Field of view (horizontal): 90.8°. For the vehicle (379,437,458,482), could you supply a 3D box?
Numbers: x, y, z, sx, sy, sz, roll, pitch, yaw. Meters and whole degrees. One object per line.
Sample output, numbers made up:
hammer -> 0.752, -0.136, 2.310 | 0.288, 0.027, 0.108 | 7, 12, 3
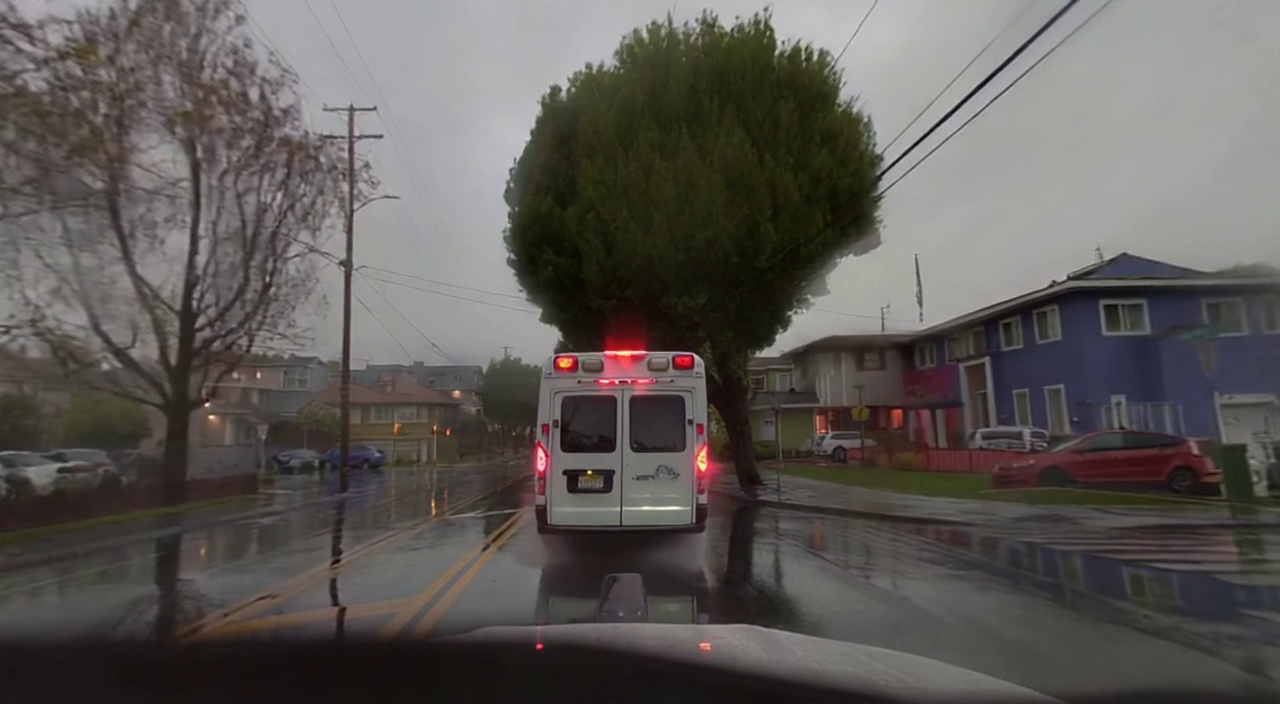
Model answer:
vehicle -> -9.977, 4.745, 28.225 | 2.290, 1.776, 4.947 | 5, -10, -31

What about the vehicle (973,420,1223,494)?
vehicle -> 13.029, 3.042, 18.450 | 5.270, 1.966, 2.329 | -2, -9, 11

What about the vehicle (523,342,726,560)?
vehicle -> -0.203, 1.586, 10.492 | 2.444, 2.640, 5.482 | 0, -8, 0

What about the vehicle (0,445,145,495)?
vehicle -> -18.950, 3.755, 20.284 | 4.412, 1.468, 1.914 | 0, -8, -3

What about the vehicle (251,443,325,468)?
vehicle -> -26.099, 7.656, 47.009 | 4.616, 1.738, 1.974 | 4, -9, -25

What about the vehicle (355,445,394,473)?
vehicle -> -15.267, 6.084, 36.226 | 1.855, 1.511, 4.167 | 4, -9, -25
